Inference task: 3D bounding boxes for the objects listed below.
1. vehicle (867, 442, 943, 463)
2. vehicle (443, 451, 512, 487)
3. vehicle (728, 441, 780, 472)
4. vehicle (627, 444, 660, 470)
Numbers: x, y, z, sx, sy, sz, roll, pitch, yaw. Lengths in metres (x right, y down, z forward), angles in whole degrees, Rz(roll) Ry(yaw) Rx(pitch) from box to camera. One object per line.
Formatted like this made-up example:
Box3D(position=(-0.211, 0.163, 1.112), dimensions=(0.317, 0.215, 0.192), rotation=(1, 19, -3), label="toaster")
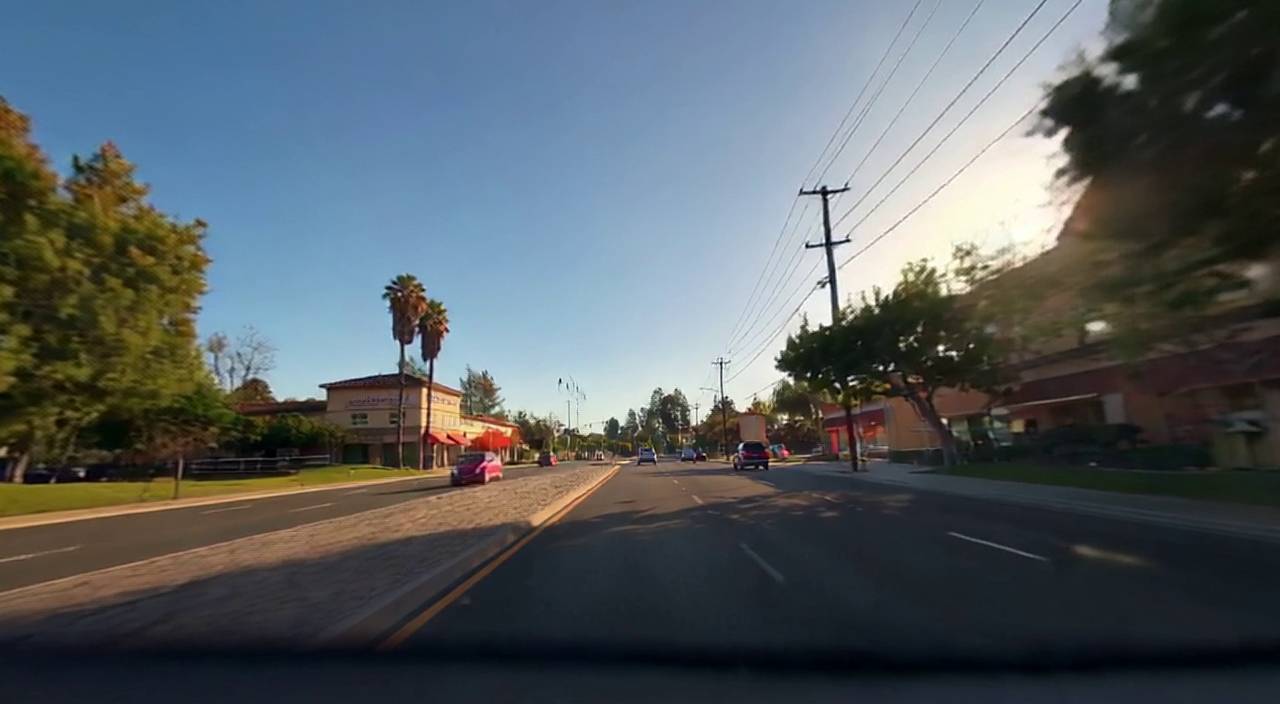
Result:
Box3D(position=(19.845, 7.519, 47.224), dimensions=(4.768, 1.512, 1.986), rotation=(0, -9, 1), label="vehicle")
Box3D(position=(-7.712, 5.574, 30.357), dimensions=(1.959, 1.535, 4.707), rotation=(-1, -9, 1), label="vehicle")
Box3D(position=(6.782, 6.267, 37.990), dimensions=(2.252, 1.718, 4.617), rotation=(0, -9, 0), label="vehicle")
Box3D(position=(0.241, 7.161, 43.089), dimensions=(2.138, 1.702, 4.168), rotation=(0, -9, 1), label="vehicle")
